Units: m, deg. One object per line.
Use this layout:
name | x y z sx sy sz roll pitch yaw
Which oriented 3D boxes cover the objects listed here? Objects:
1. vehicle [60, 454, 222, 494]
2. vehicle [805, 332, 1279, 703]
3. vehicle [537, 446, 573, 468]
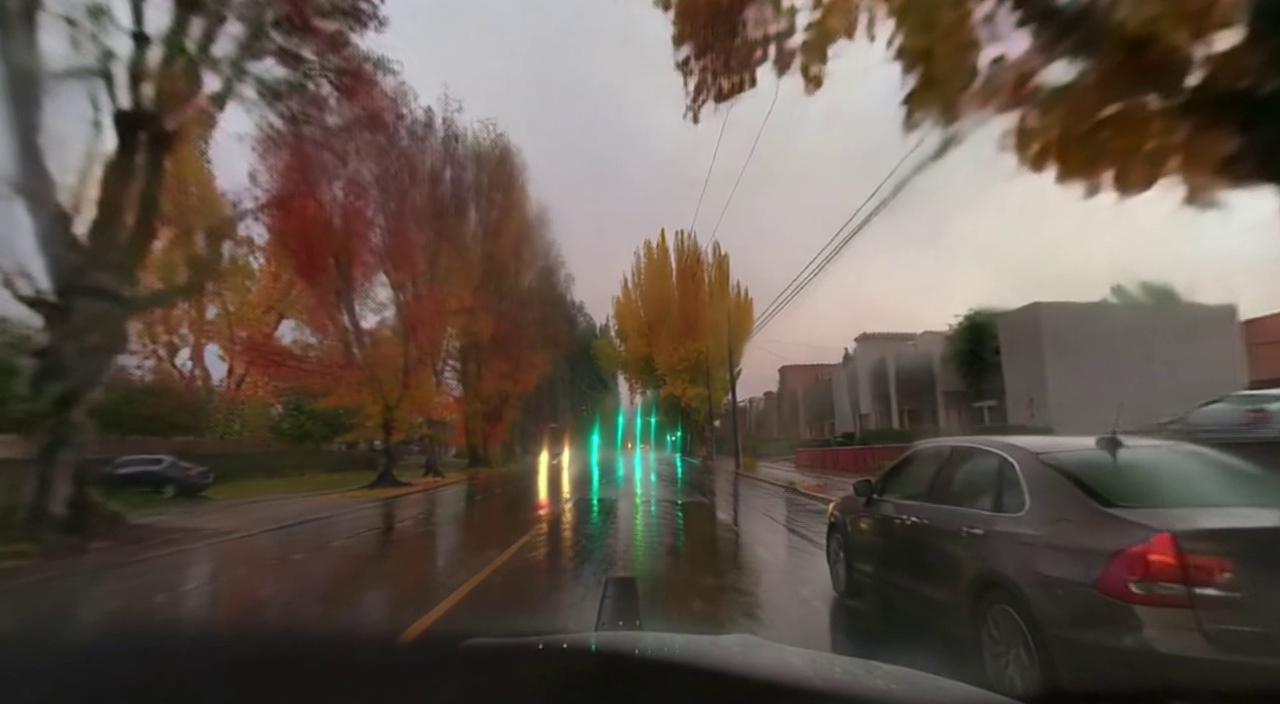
vehicle | -19.469 4.774 24.843 4.610 1.463 1.841 1 -9 -6
vehicle | 3.018 1.173 4.642 2.224 1.791 4.834 0 -8 -1
vehicle | -6.327 7.850 47.595 2.031 1.521 4.538 0 -8 1
